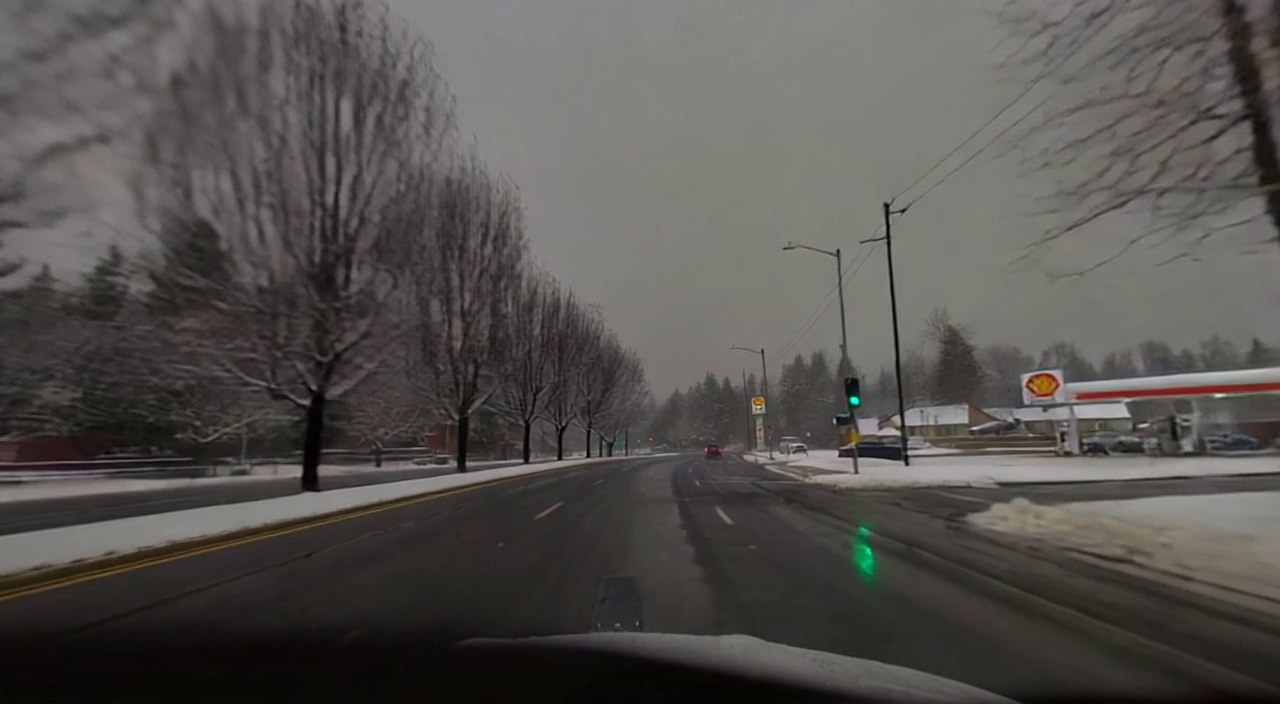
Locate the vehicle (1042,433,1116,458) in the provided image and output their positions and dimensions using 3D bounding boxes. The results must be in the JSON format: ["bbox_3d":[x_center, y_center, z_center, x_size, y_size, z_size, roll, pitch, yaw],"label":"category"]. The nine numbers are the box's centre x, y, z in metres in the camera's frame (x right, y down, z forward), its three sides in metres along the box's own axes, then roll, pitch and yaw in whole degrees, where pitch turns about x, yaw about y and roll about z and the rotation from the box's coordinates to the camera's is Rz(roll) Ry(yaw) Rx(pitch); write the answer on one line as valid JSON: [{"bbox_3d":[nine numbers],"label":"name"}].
[{"bbox_3d":[33.053,7.053,47.712,2.045,1.778,4.517,0,-9,-5],"label":"vehicle"}]

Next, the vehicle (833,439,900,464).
[{"bbox_3d":[15.361,6.755,42.736,4.744,1.475,2.008,9,-16,-39],"label":"vehicle"}]
